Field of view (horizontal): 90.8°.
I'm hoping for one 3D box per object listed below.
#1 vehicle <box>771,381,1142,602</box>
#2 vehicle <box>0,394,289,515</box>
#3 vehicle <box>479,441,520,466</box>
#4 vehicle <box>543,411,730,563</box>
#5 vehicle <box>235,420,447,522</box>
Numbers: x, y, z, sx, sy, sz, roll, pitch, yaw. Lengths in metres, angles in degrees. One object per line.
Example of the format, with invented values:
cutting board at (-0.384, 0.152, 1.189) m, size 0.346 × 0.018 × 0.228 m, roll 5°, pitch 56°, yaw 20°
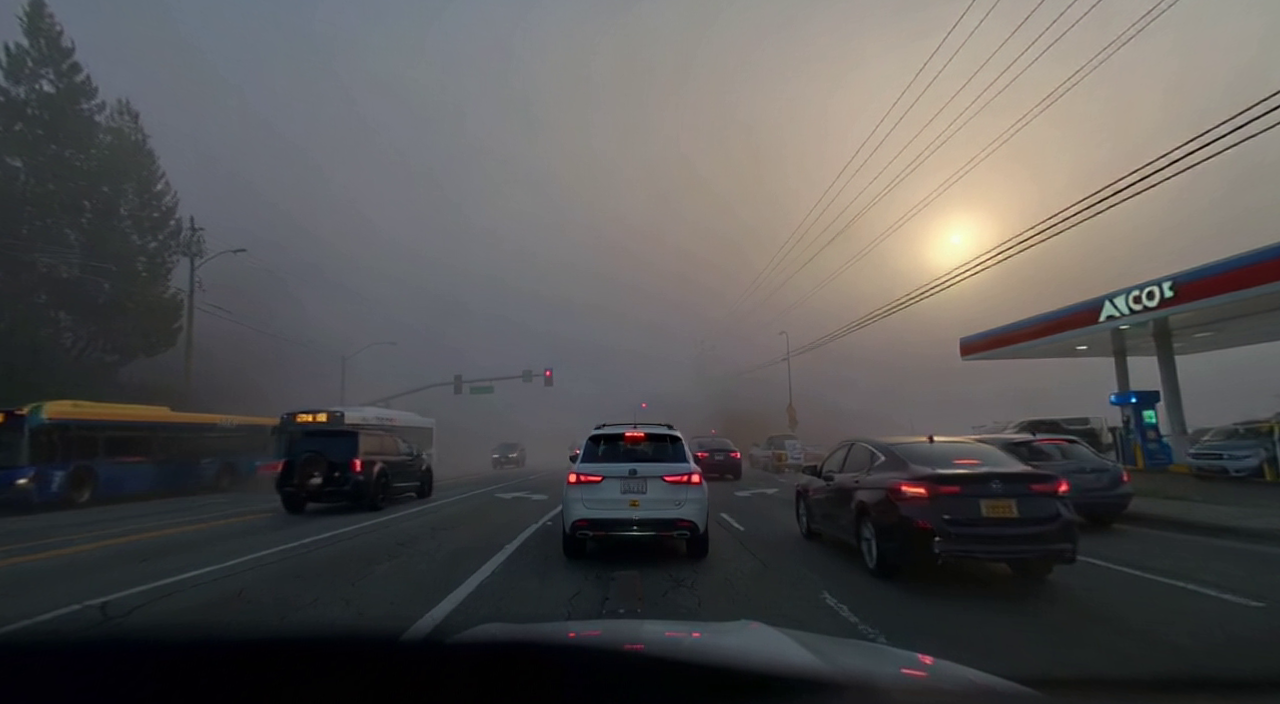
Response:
vehicle at (3.068, 1.461, 7.410) m, size 2.049 × 1.813 × 4.245 m, roll 0°, pitch -9°, yaw -1°
vehicle at (-18.851, 3.885, 24.652) m, size 3.010 × 3.475 × 12.655 m, roll 0°, pitch -8°, yaw 0°
vehicle at (-10.563, 7.653, 47.768) m, size 2.075 × 1.719 × 4.396 m, roll 0°, pitch -9°, yaw 0°
vehicle at (-0.088, 1.811, 9.146) m, size 2.087 × 1.677 × 4.053 m, roll 0°, pitch -9°, yaw -1°
vehicle at (-6.075, 2.487, 13.744) m, size 2.190 × 1.795 × 4.993 m, roll 0°, pitch -9°, yaw -1°
